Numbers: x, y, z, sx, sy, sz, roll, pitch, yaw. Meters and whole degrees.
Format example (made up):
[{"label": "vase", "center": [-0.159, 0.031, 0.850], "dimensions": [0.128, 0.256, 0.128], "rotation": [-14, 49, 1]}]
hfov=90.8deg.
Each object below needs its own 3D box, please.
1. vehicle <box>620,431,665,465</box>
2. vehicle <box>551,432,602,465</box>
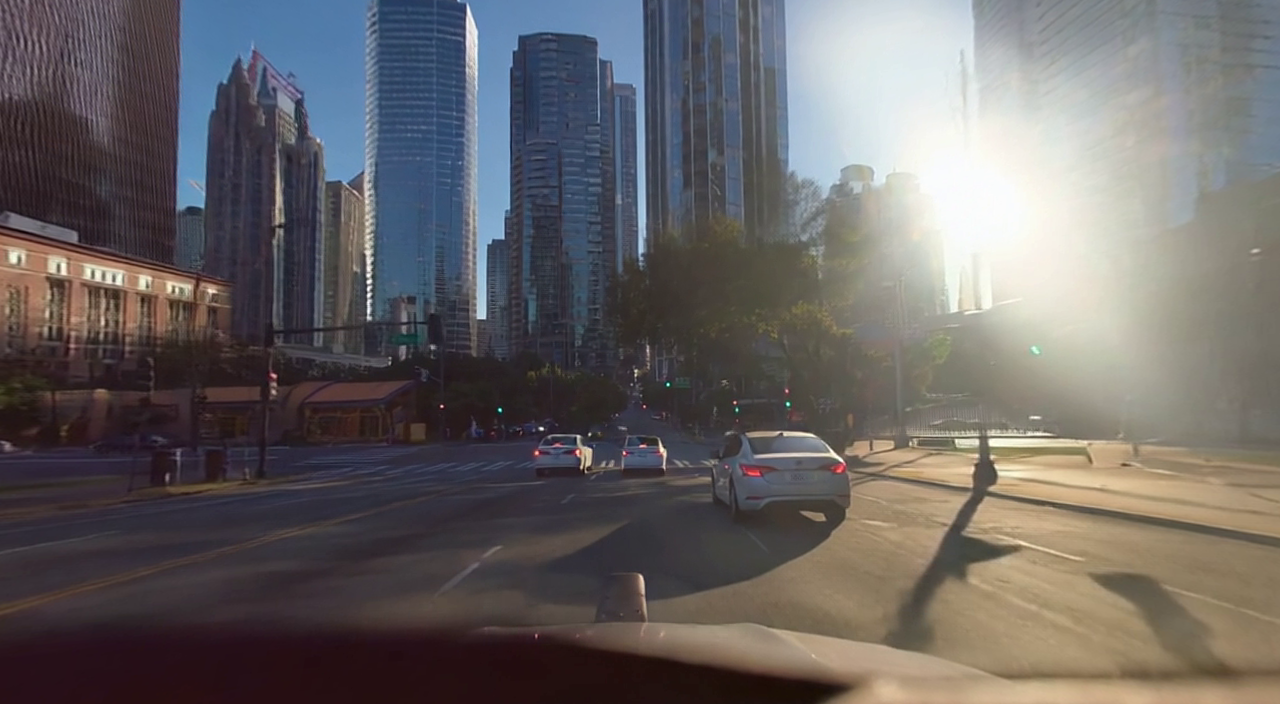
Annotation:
[{"label": "vehicle", "center": [0.128, 4.563, 30.244], "dimensions": [2.016, 1.478, 3.795], "rotation": [0, -8, 0]}, {"label": "vehicle", "center": [-3.066, 4.747, 31.329], "dimensions": [1.995, 1.479, 4.627], "rotation": [0, -8, 1]}]
